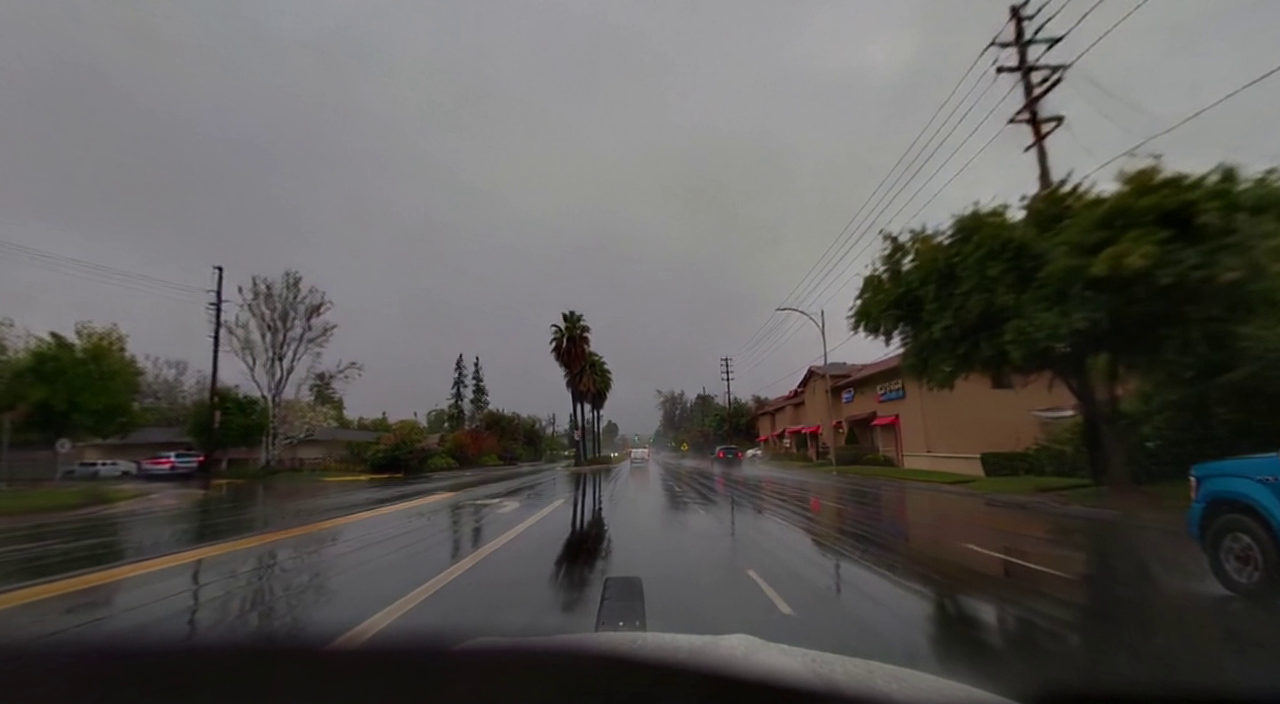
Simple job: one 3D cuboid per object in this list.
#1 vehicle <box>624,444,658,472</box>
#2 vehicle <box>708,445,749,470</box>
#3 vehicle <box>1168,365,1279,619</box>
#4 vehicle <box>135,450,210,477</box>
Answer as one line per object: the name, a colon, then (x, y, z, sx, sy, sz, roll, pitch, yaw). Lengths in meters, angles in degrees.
vehicle: (0.059, 6.979, 41.512, 2.138, 1.702, 4.168, 0, -9, 0)
vehicle: (6.292, 7.576, 45.468, 2.252, 1.718, 4.617, 0, -9, 0)
vehicle: (5.953, 0.846, 3.409, 2.355, 1.889, 4.392, 0, -9, 1)
vehicle: (-34.934, 8.320, 47.229, 1.888, 1.754, 4.488, -5, -9, 7)
